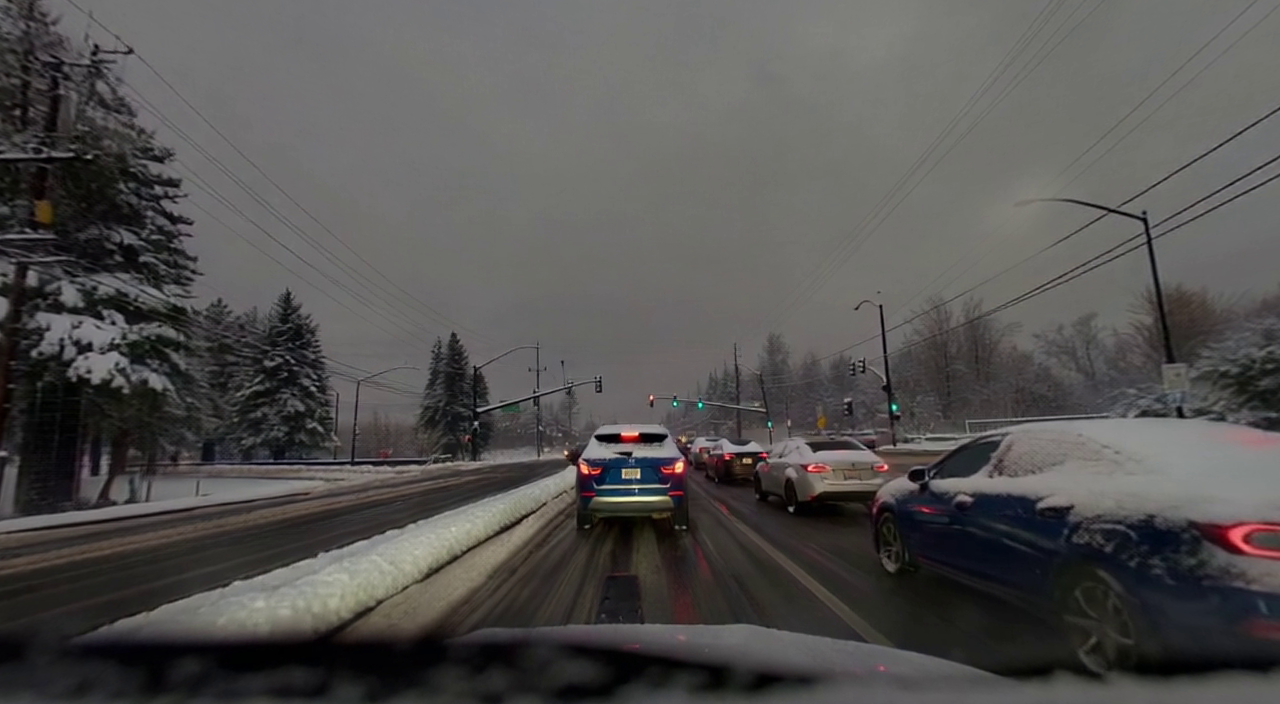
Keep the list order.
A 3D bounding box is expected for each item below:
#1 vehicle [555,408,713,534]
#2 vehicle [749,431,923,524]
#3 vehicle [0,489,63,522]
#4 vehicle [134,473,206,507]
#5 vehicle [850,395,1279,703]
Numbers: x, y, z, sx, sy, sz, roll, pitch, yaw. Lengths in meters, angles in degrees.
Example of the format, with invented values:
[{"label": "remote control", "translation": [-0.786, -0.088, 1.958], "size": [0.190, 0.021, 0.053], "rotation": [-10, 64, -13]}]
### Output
[{"label": "vehicle", "translation": [-0.126, 2.059, 11.432], "size": [2.300, 1.821, 4.254], "rotation": [0, -9, -1]}, {"label": "vehicle", "translation": [3.530, 2.352, 12.408], "size": [1.952, 1.477, 4.417], "rotation": [0, -9, -1]}, {"label": "vehicle", "translation": [-33.301, 8.114, 33.367], "size": [3.637, 1.483, 2.007], "rotation": [-1, -9, 0]}, {"label": "vehicle", "translation": [-26.191, 7.663, 35.182], "size": [3.826, 1.522, 1.741], "rotation": [-3, -9, 30]}, {"label": "vehicle", "translation": [3.309, 1.230, 4.623], "size": [1.984, 1.462, 4.513], "rotation": [0, -9, 0]}]
